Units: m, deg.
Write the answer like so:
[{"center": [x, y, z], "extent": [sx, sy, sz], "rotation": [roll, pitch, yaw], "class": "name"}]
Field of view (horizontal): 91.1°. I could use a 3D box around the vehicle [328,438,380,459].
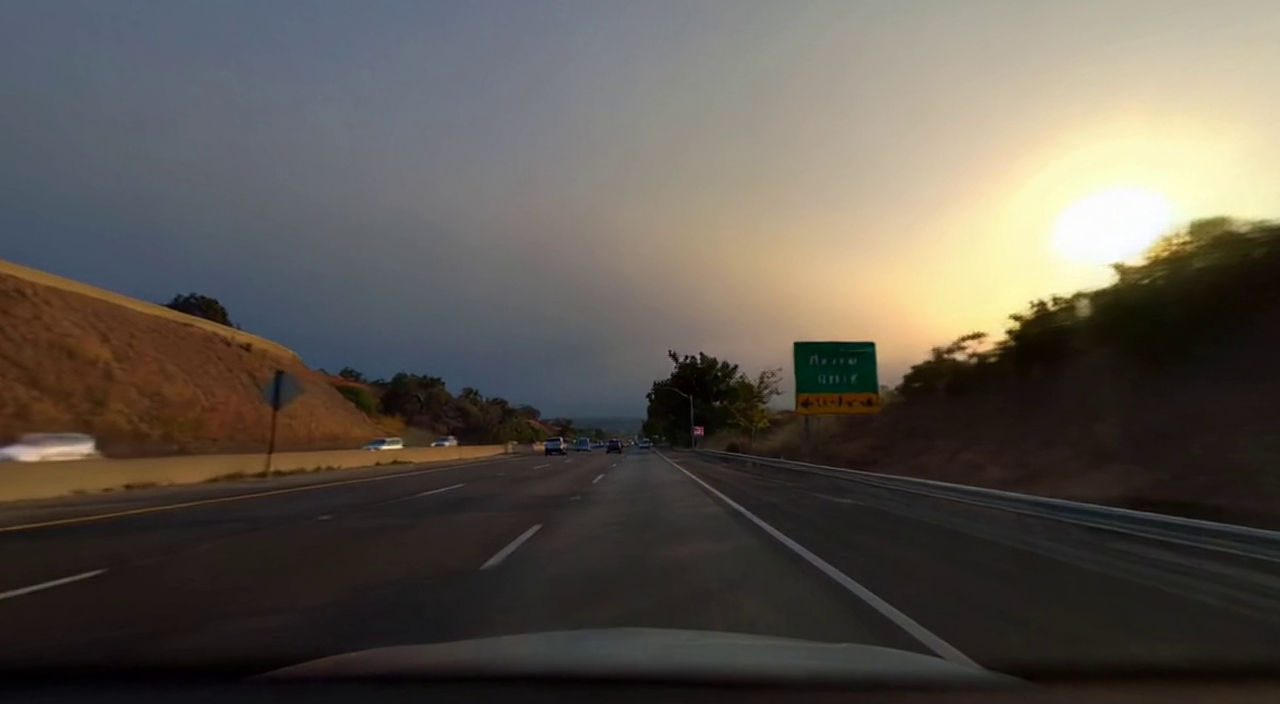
[{"center": [-21.221, 7.173, 46.765], "extent": [1.857, 1.439, 4.335], "rotation": [0, -8, 0], "class": "vehicle"}]
